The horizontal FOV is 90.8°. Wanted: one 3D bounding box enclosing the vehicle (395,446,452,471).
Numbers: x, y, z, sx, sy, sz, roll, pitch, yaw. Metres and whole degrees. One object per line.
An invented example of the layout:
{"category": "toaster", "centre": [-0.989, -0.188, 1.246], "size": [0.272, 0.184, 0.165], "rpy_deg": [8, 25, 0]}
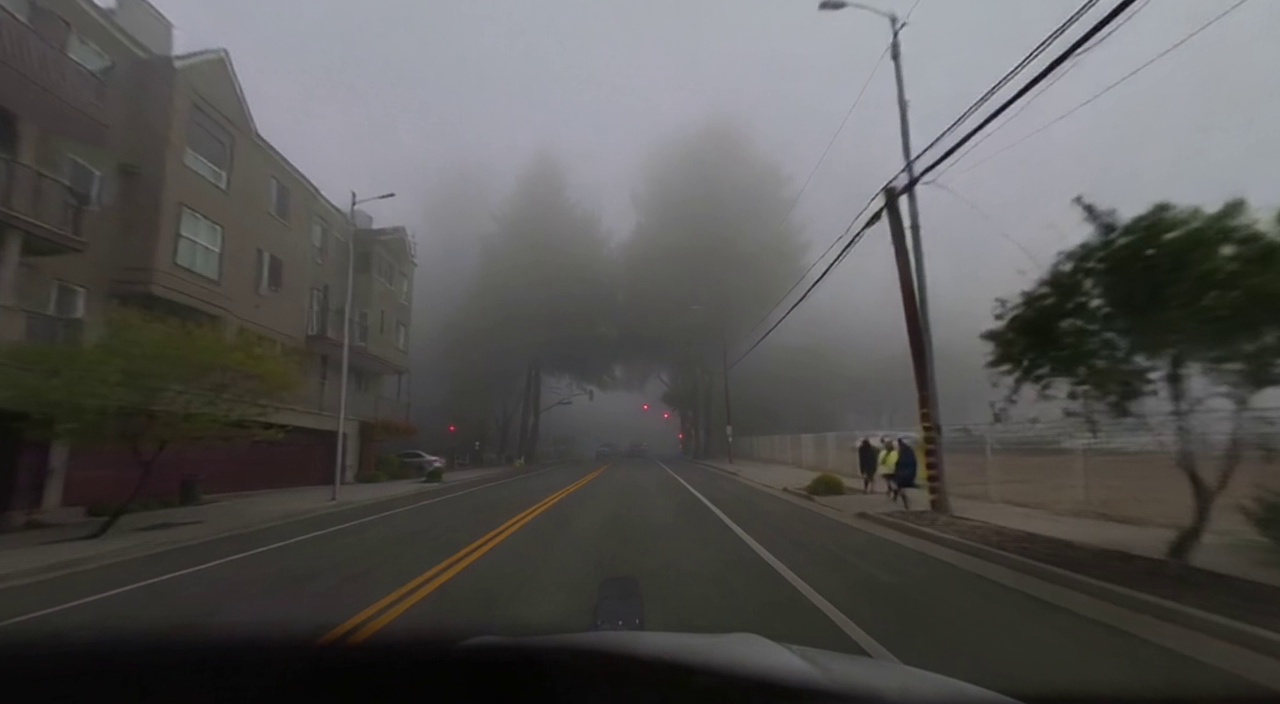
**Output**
{"category": "vehicle", "centre": [-12.826, 6.349, 37.722], "size": [1.934, 1.389, 4.364], "rpy_deg": [0, -9, -1]}
